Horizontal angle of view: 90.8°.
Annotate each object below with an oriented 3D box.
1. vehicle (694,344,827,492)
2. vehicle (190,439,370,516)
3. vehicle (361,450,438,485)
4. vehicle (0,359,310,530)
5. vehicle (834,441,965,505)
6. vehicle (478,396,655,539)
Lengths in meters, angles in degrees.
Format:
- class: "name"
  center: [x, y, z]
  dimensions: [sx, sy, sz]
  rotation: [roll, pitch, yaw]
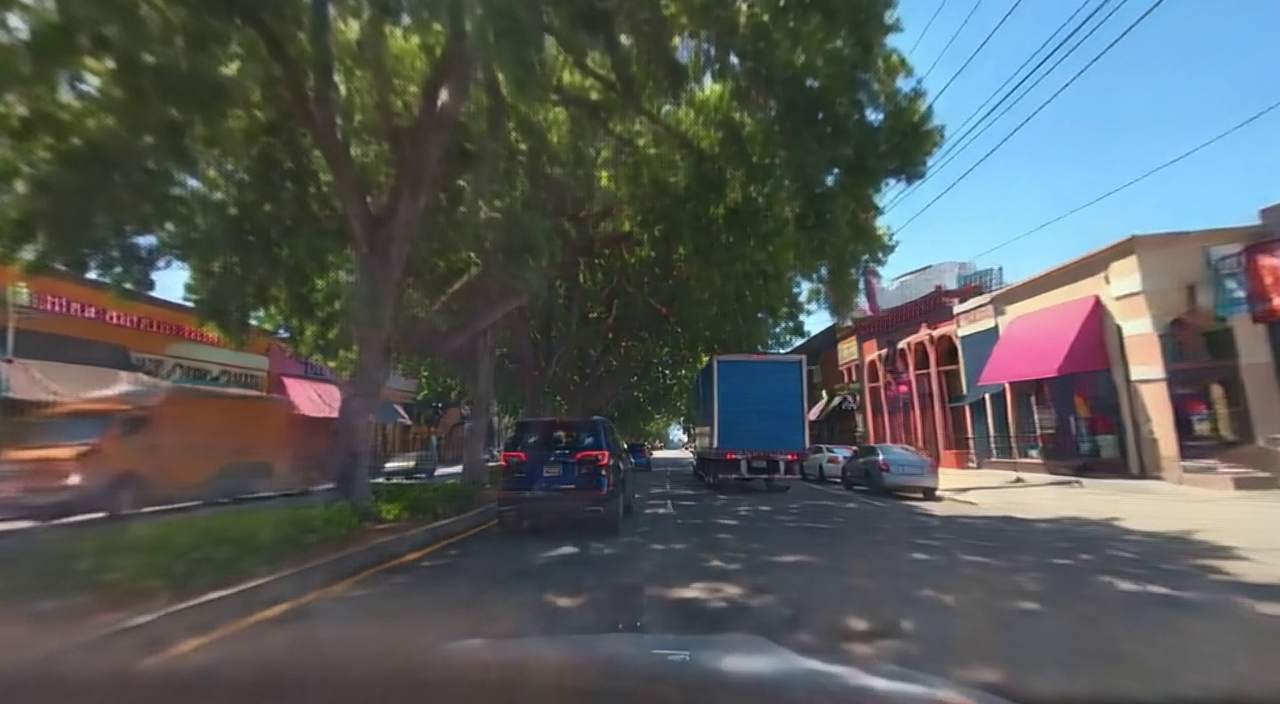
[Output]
- class: "vehicle"
  center: [3.958, 2.818, 24.468]
  dimensions: [3.007, 4.206, 12.913]
  rotation: [0, -8, 2]
- class: "vehicle"
  center: [-9.034, 3.150, 16.416]
  dimensions: [1.903, 1.684, 4.398]
  rotation: [-1, -9, 3]
- class: "vehicle"
  center: [-11.850, 5.693, 31.470]
  dimensions: [1.966, 1.442, 4.466]
  rotation: [-4, -9, 2]
- class: "vehicle"
  center: [-12.625, 2.505, 17.226]
  dimensions: [3.027, 3.656, 7.024]
  rotation: [-1, -9, 4]
- class: "vehicle"
  center: [6.839, 3.201, 17.180]
  dimensions: [1.929, 1.522, 4.158]
  rotation: [-1, -9, 2]
- class: "vehicle"
  center: [-1.021, 2.031, 11.621]
  dimensions: [2.293, 2.036, 4.853]
  rotation: [-1, -9, 5]
